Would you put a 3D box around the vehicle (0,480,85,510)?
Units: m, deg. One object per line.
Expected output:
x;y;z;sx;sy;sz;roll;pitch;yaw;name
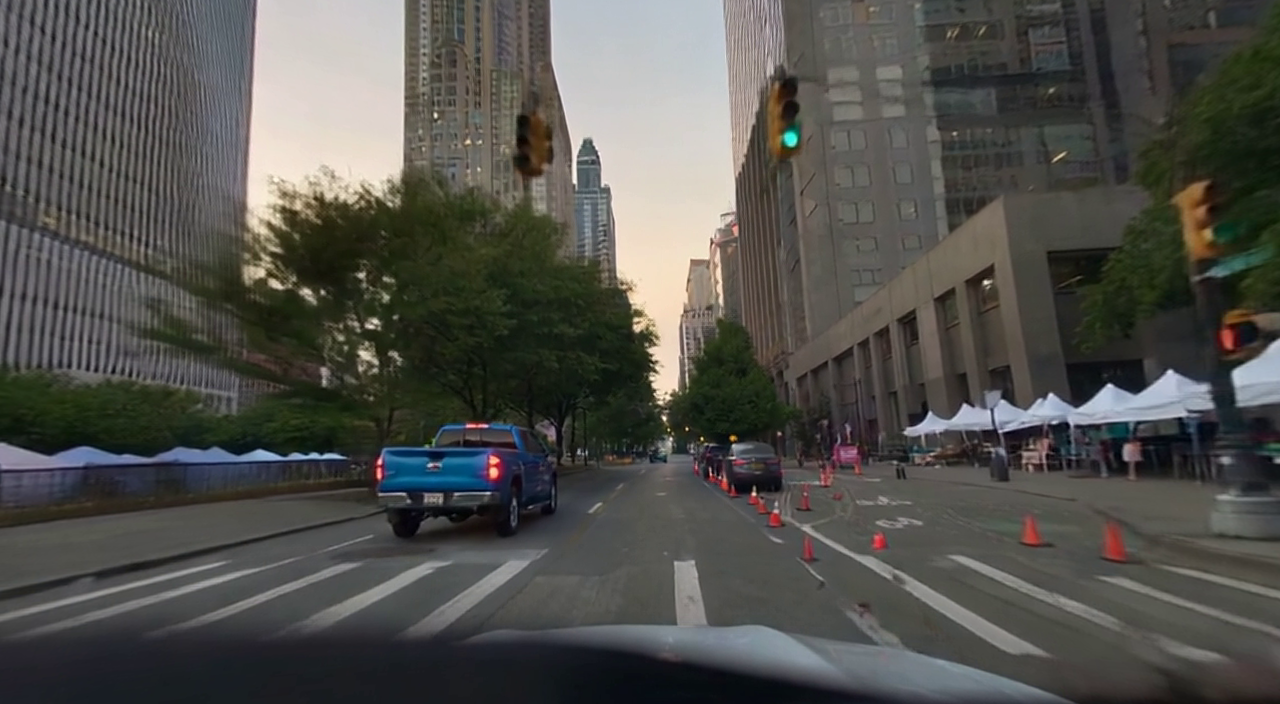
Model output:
-44.631;10.590;46.970;2.038;1.810;5.702;1;-9;-9;vehicle

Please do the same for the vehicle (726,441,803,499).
3.790;3.674;19.882;2.023;1.607;4.225;-2;-9;7;vehicle

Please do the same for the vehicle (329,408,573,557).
-2.841;2.210;11.340;2.452;1.954;5.653;-1;-9;2;vehicle
